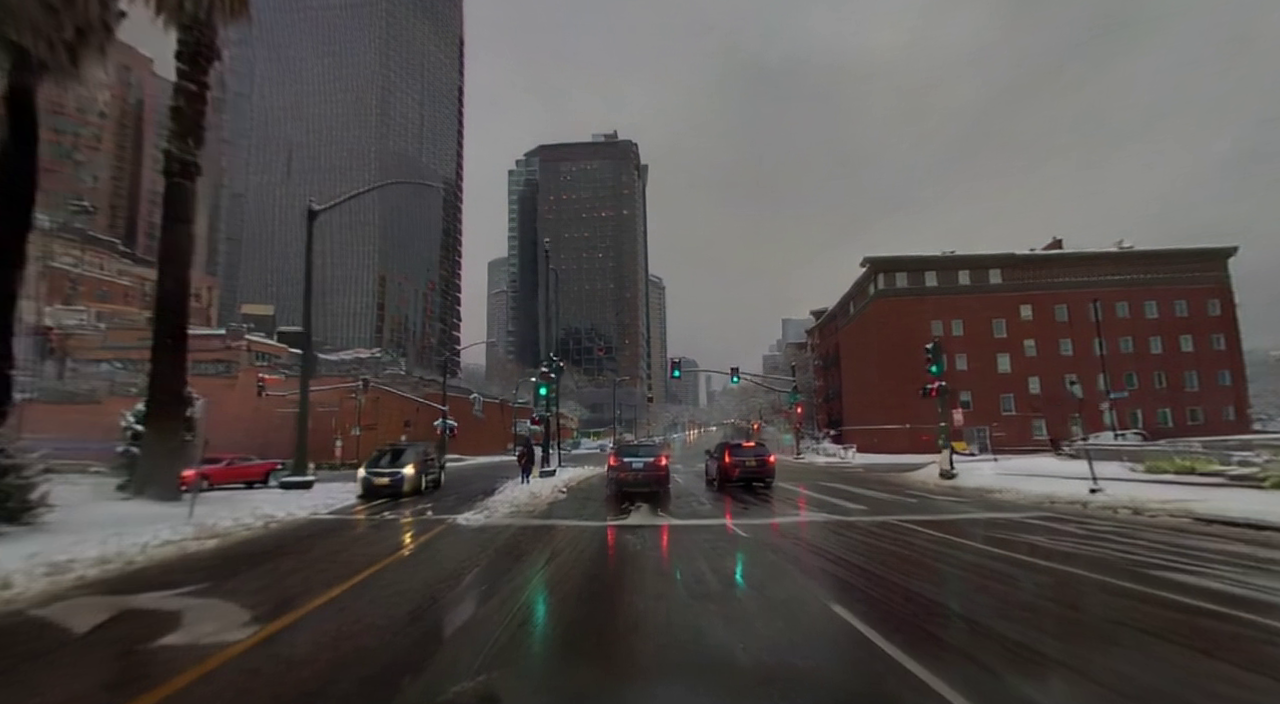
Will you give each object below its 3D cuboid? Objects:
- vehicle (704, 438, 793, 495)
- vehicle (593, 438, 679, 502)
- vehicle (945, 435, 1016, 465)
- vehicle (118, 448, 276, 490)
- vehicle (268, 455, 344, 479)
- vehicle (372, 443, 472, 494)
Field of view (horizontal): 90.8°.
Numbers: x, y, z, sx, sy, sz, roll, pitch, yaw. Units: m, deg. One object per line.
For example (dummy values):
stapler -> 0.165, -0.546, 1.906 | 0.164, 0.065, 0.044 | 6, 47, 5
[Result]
vehicle -> 3.096, 3.354, 18.744 | 1.909, 1.500, 3.524 | 0, -9, -1
vehicle -> -0.111, 3.099, 16.981 | 2.048, 1.503, 3.681 | 0, -9, -1
vehicle -> 20.060, 5.814, 37.477 | 1.959, 1.674, 4.706 | -1, -9, 6
vehicle -> -17.144, 4.538, 24.663 | 4.641, 1.502, 1.882 | 1, -9, -6
vehicle -> -22.061, 7.585, 41.912 | 1.844, 1.478, 4.618 | -2, -9, 12
vehicle -> -7.427, 3.842, 21.242 | 1.977, 1.501, 4.435 | 6, -10, -35
